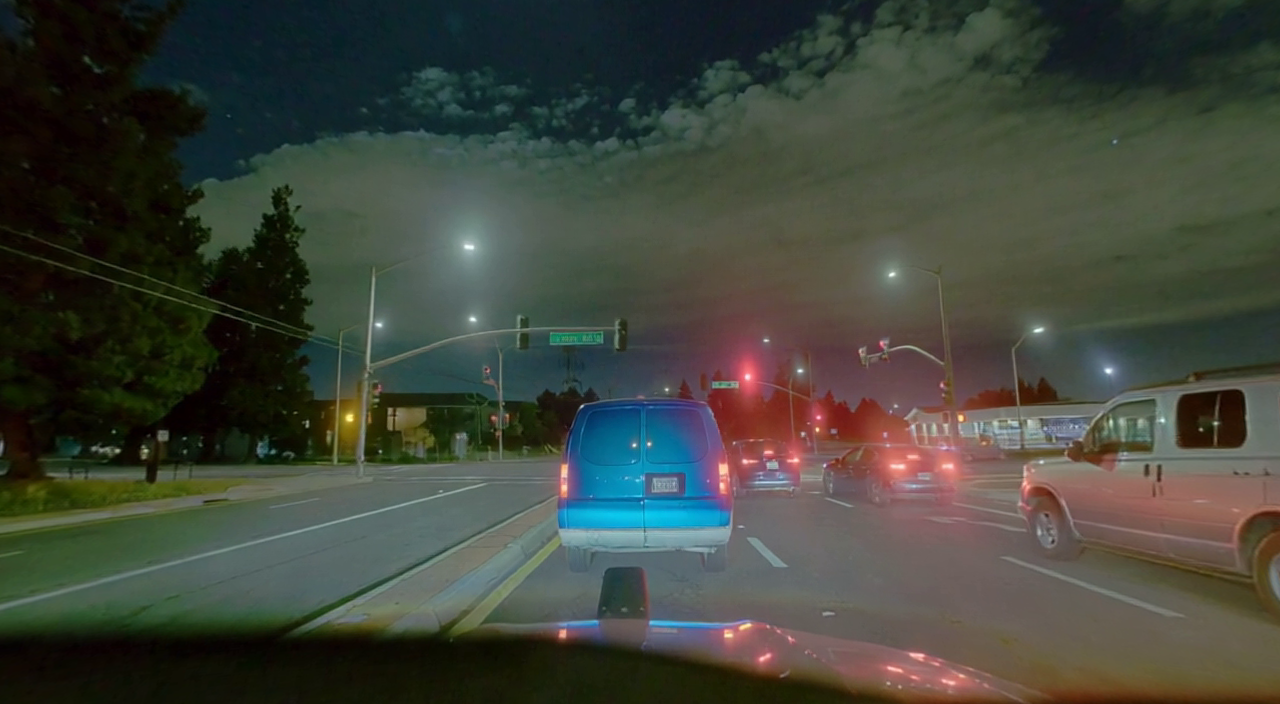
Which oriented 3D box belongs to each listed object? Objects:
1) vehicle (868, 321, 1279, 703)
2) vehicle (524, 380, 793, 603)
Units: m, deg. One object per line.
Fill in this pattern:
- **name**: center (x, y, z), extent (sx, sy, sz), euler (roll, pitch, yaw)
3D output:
- **vehicle**: center (2.901, 0.946, 3.180), extent (1.971, 1.663, 4.287), euler (0, -8, 2)
- **vehicle**: center (0.168, 1.464, 7.428), extent (2.185, 1.822, 4.391), euler (0, -8, 1)
